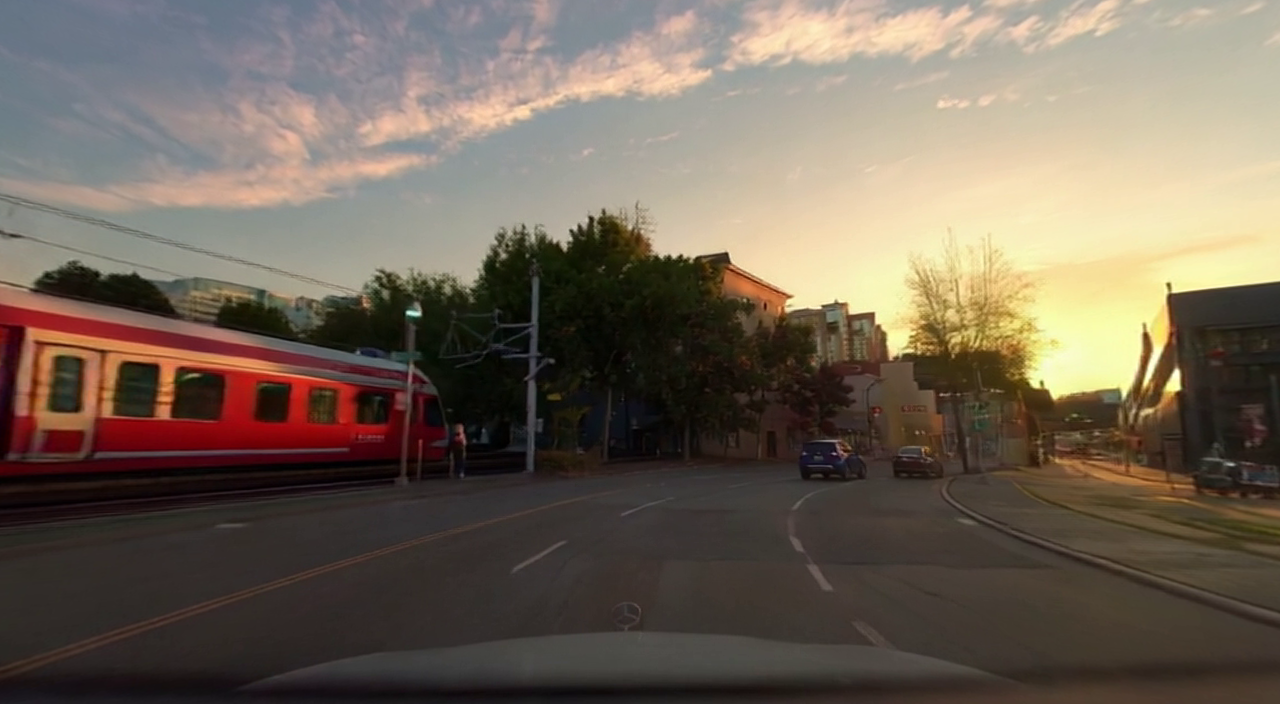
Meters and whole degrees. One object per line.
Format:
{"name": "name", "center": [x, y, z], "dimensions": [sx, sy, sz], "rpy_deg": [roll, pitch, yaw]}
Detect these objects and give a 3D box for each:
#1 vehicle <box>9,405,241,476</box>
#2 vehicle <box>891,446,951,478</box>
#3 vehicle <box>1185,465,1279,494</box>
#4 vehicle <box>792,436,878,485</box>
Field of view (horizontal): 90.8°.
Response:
{"name": "vehicle", "center": [-29.873, 5.334, 38.031], "dimensions": [2.931, 3.569, 12.284], "rpy_deg": [-1, -8, 4]}
{"name": "vehicle", "center": [16.951, 6.562, 38.025], "dimensions": [2.010, 1.725, 4.320], "rpy_deg": [-7, -11, 40]}
{"name": "vehicle", "center": [33.244, 7.062, 35.030], "dimensions": [4.118, 1.477, 1.691], "rpy_deg": [-1, -9, 10]}
{"name": "vehicle", "center": [7.928, 4.307, 25.421], "dimensions": [2.263, 1.765, 4.237], "rpy_deg": [-5, -10, 31]}
